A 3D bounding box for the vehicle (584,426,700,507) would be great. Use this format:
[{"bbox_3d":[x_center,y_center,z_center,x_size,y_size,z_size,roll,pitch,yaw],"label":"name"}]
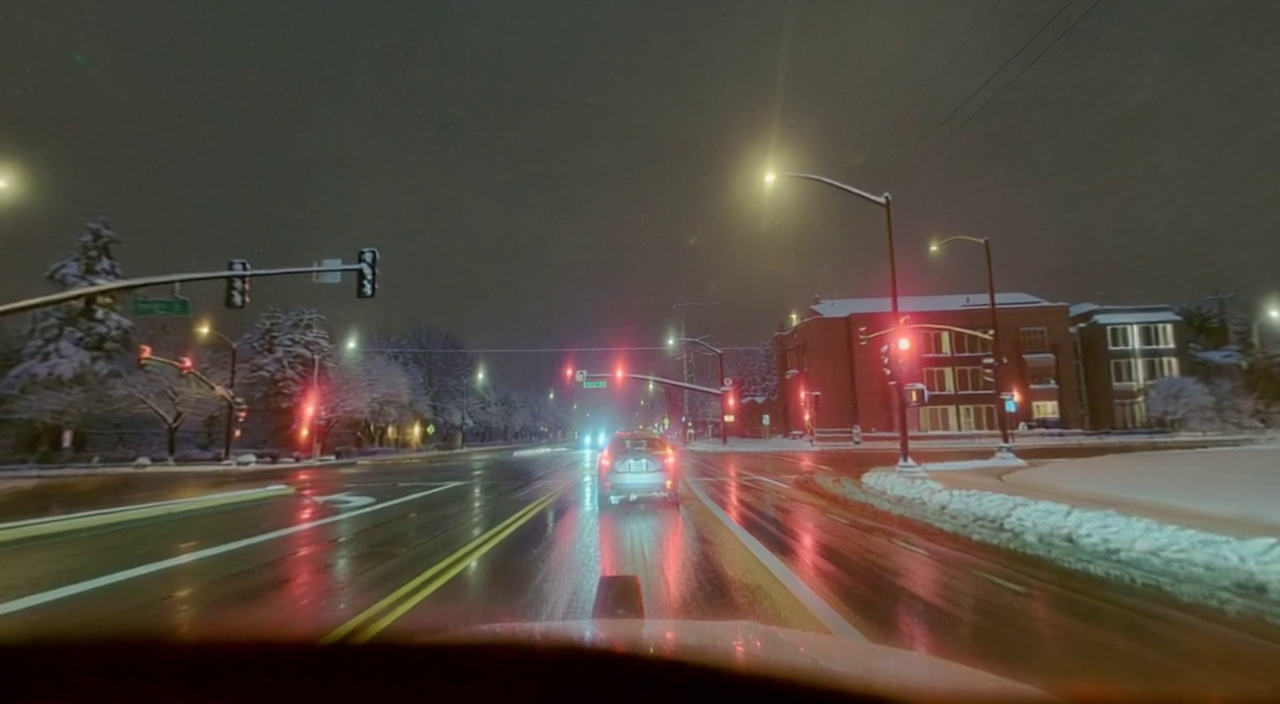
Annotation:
[{"bbox_3d":[-0.004,2.403,13.595,2.107,1.470,3.974,0,-9,-1],"label":"vehicle"}]
